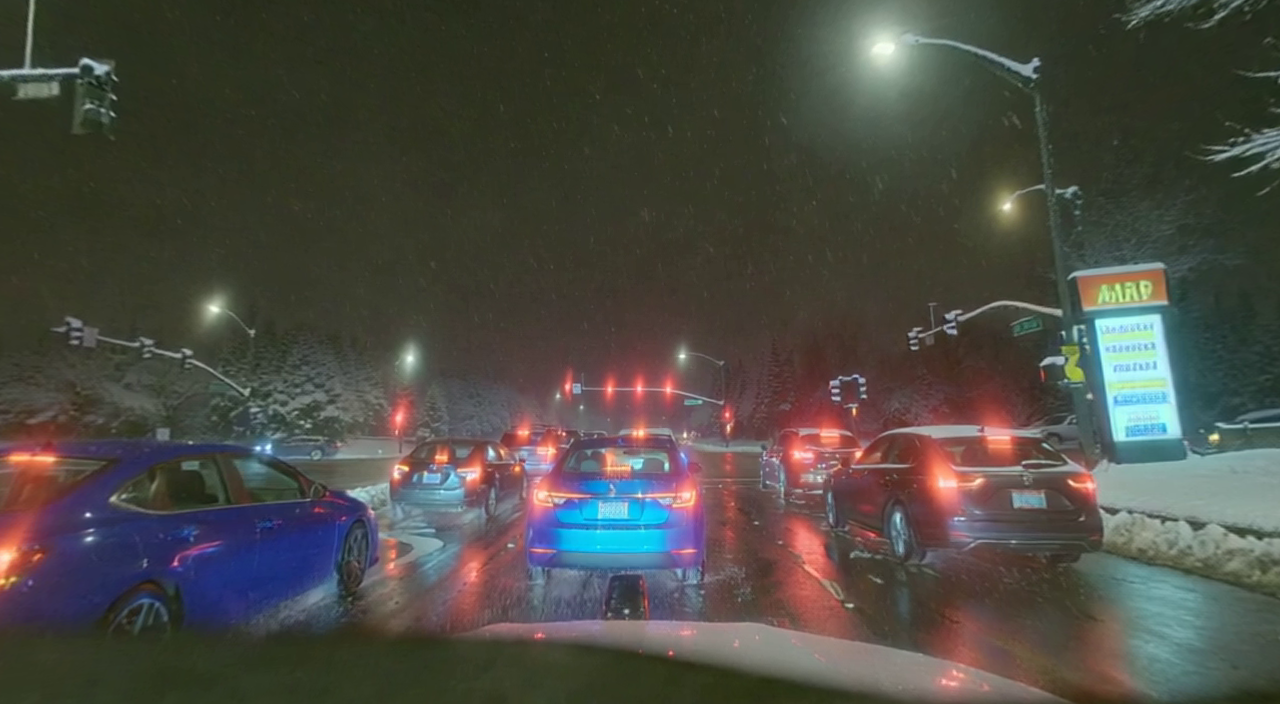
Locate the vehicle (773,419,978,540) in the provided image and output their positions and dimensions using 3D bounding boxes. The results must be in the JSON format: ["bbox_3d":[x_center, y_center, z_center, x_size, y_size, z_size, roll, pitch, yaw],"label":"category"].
[{"bbox_3d":[3.760,2.104,11.034,2.007,1.683,4.171,0,-8,1],"label":"vehicle"}]

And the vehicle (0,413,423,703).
[{"bbox_3d":[-3.410,1.299,4.718,1.980,1.454,4.226,0,-8,1],"label":"vehicle"}]

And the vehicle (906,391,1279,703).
[{"bbox_3d":[3.402,1.069,3.493,1.981,1.499,4.536,0,-8,2],"label":"vehicle"}]

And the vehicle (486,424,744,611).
[{"bbox_3d":[-0.190,1.623,7.107,2.059,1.477,3.988,0,-8,0],"label":"vehicle"}]
